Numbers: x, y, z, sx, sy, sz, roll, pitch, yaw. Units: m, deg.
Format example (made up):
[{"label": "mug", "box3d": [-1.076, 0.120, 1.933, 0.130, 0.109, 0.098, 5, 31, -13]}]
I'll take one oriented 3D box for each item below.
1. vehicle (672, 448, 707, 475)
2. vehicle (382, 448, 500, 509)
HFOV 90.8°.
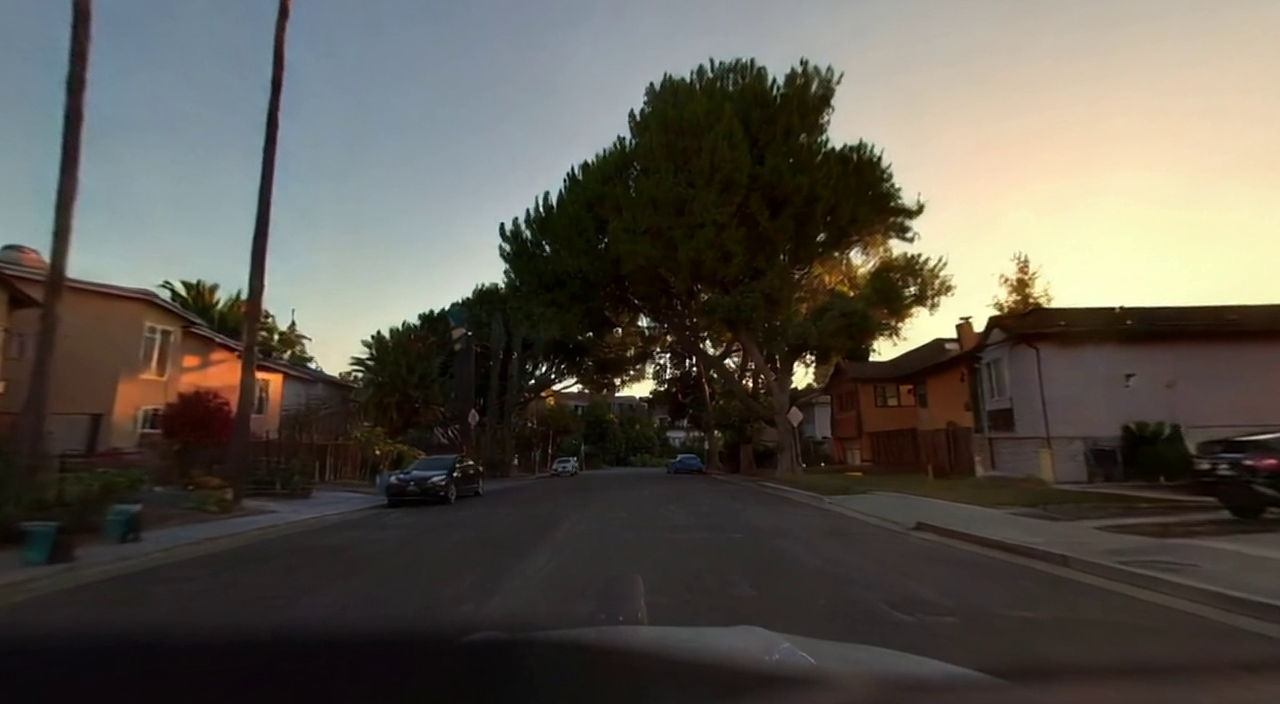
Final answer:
[{"label": "vehicle", "box3d": [3.564, 7.954, 46.141, 1.976, 1.771, 4.377, 3, -9, -2]}, {"label": "vehicle", "box3d": [-5.717, 3.661, 18.881, 2.079, 1.486, 4.877, -2, -8, -2]}]
